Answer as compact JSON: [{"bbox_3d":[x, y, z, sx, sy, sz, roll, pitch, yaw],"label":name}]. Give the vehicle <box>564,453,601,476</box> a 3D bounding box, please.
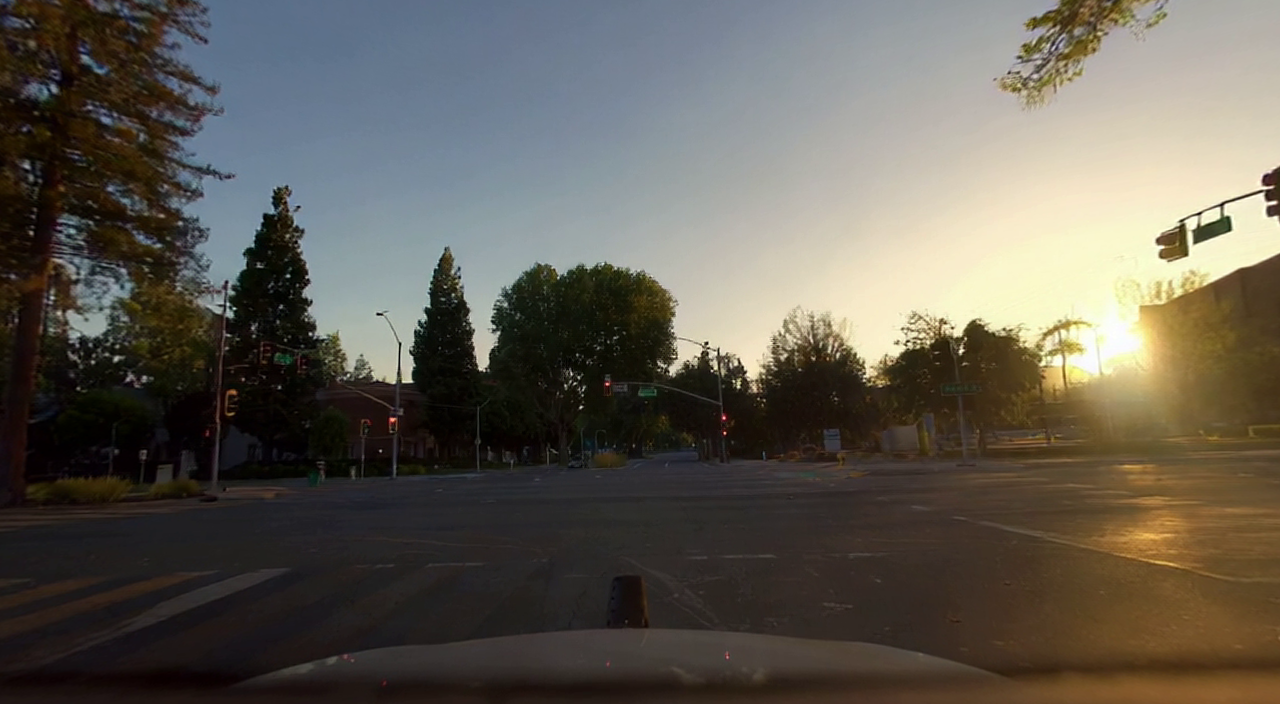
[{"bbox_3d":[-4.477,8.848,49.836,2.030,1.704,4.205,-1,-8,7],"label":"vehicle"}]
